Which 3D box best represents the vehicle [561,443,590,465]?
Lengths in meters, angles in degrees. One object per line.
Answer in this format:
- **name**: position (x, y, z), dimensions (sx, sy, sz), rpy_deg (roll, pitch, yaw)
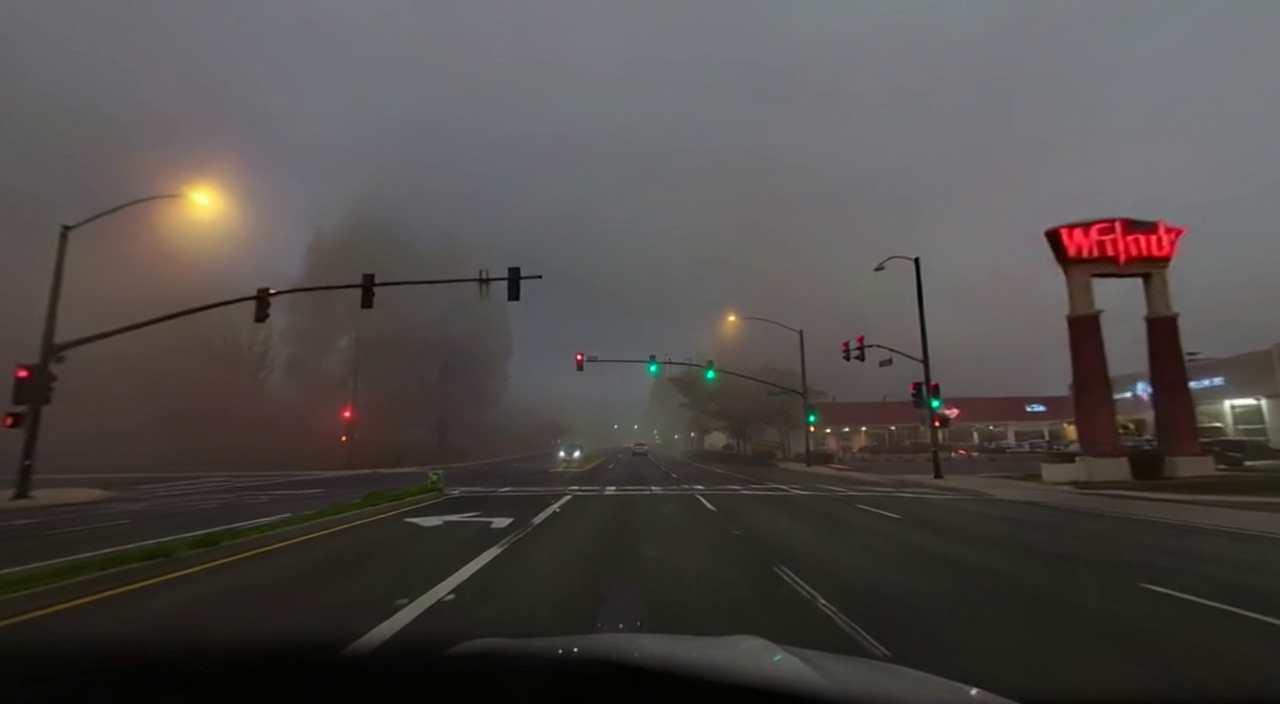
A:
- **vehicle**: position (-5.027, 7.963, 49.526), dimensions (1.866, 1.513, 4.458), rpy_deg (-1, -8, -1)
